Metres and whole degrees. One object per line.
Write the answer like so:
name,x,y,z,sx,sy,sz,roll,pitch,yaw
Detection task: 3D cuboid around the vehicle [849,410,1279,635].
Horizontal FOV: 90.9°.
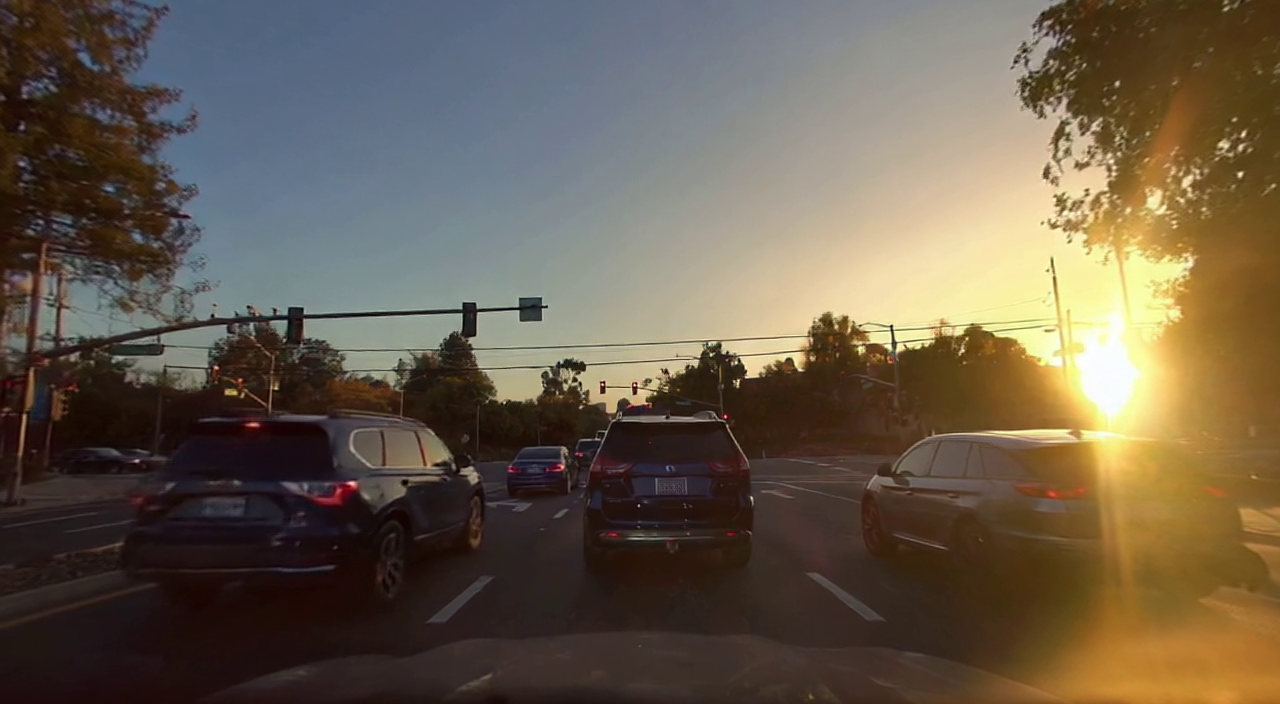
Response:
vehicle,3.900,1.513,6.578,1.954,1.592,3.992,0,-8,-1

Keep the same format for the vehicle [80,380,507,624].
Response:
vehicle,-3.120,1.485,7.253,2.054,1.814,4.941,0,-8,0

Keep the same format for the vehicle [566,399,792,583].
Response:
vehicle,0.379,1.666,8.326,2.172,1.764,4.338,0,-8,0

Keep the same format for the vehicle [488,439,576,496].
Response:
vehicle,-3.073,3.379,18.861,1.876,1.497,4.308,0,-8,0

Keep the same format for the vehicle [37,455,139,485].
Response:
vehicle,-31.974,6.812,36.571,4.395,1.636,1.926,-1,-9,8
